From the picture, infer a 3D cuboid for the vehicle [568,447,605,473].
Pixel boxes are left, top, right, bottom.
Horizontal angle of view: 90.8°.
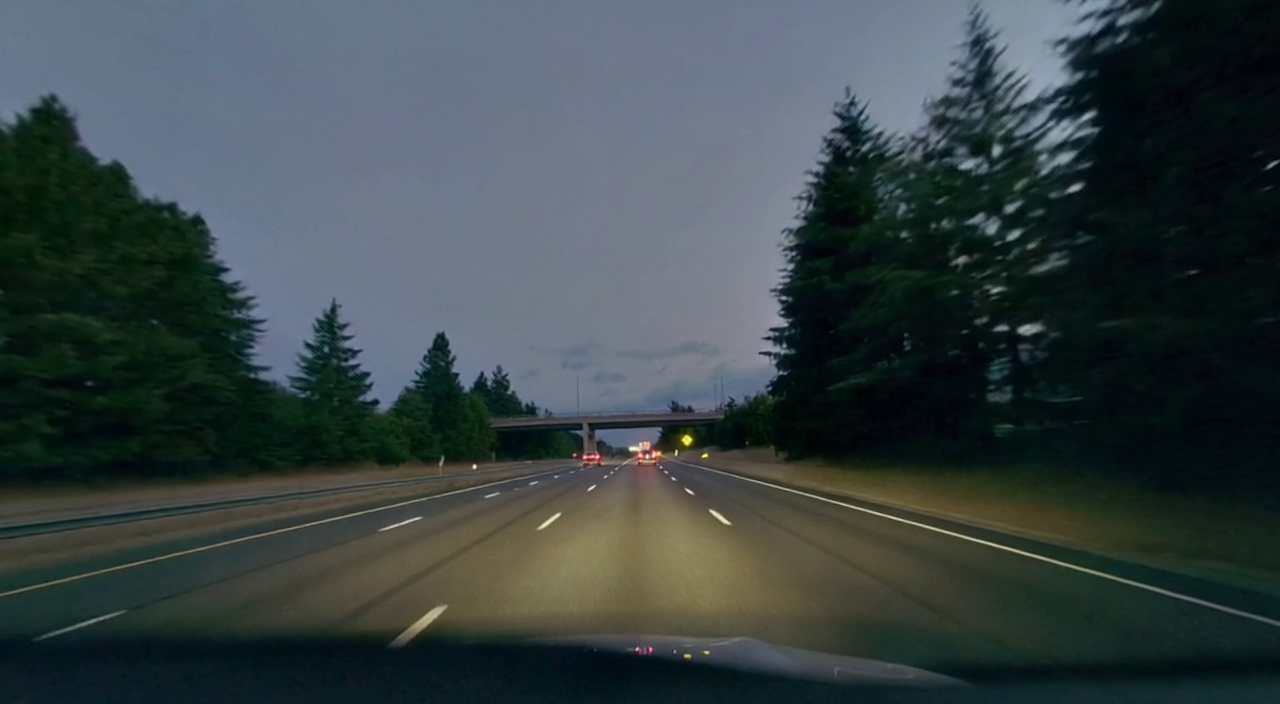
[{"bbox_3d":[-3.460,7.077,41.490,2.049,1.575,4.019,0,-9,0],"label":"vehicle"}]
